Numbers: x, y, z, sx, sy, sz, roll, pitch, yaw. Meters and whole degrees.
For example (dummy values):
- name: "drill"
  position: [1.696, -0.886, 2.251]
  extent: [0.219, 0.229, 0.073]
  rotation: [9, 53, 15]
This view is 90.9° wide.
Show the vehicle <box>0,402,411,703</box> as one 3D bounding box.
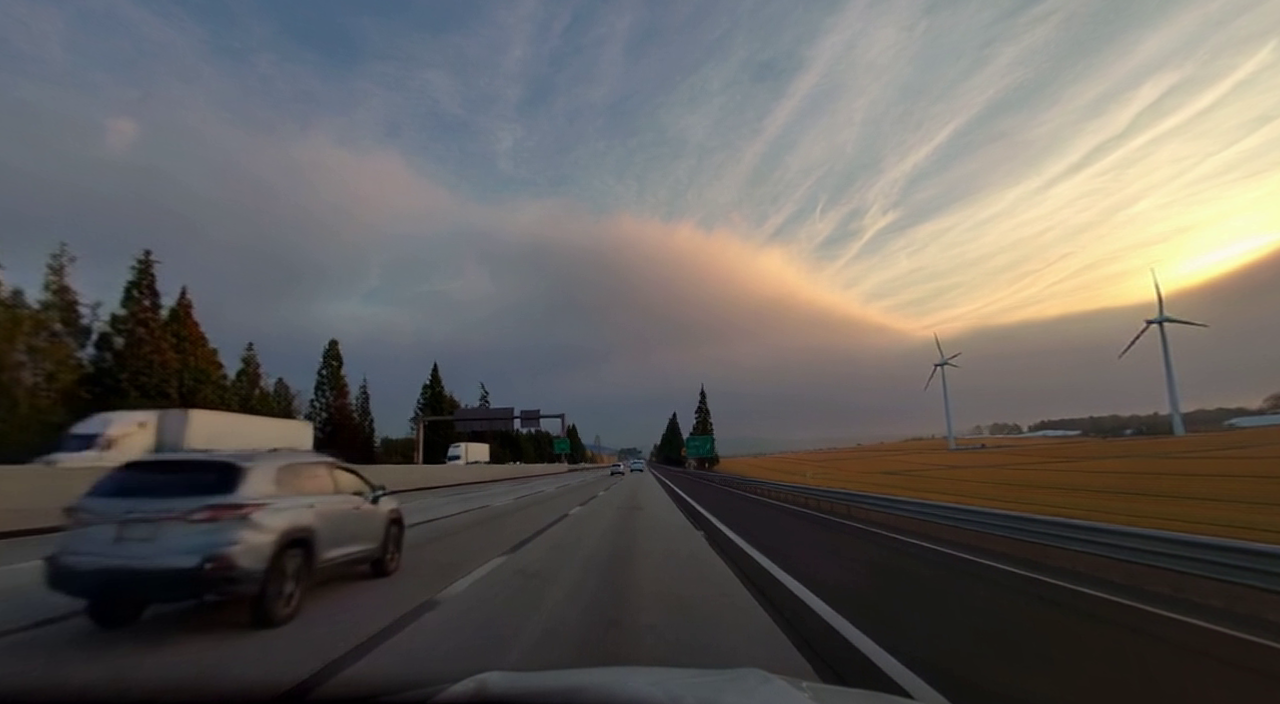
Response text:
- name: "vehicle"
  position: [-3.553, 1.303, 4.430]
  extent: [2.039, 1.505, 4.843]
  rotation: [1, -10, 0]
